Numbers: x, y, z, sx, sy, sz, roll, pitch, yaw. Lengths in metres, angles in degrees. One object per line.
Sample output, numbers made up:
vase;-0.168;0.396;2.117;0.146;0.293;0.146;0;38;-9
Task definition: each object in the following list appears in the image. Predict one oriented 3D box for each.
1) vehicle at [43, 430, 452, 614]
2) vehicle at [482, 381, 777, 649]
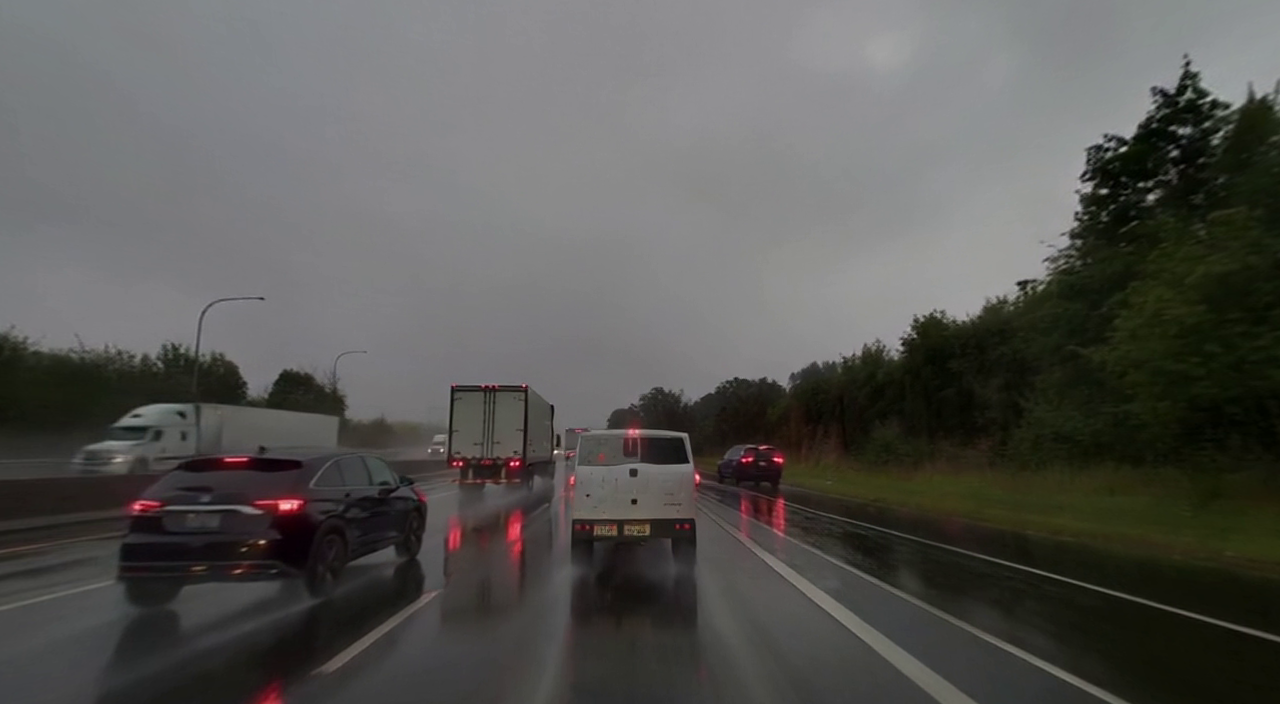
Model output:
vehicle;-3.933;1.759;7.504;1.986;1.501;4.407;-1;-9;1
vehicle;-0.100;1.360;6.066;1.995;1.798;3.380;0;-9;-1
